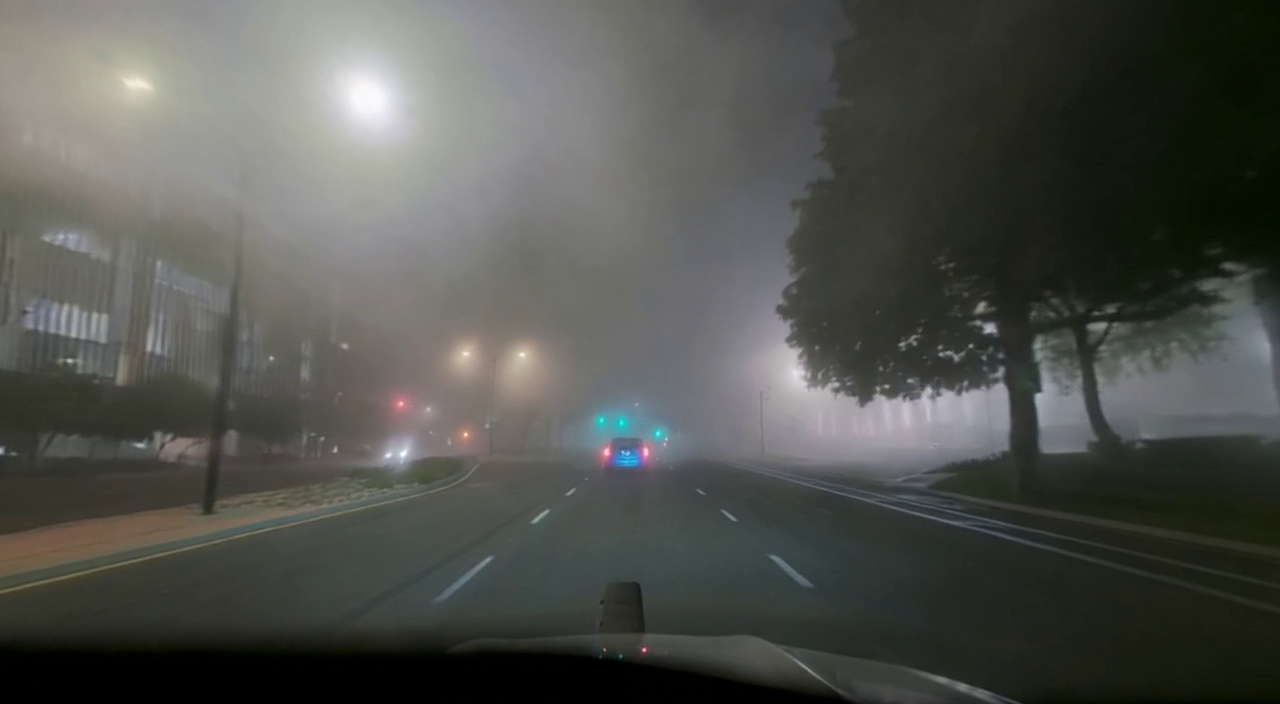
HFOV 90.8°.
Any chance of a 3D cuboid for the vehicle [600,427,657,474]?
[{"bbox_3d":[-0.468,4.304,27.684,2.313,1.860,4.319,0,-8,0],"label":"vehicle"}]
